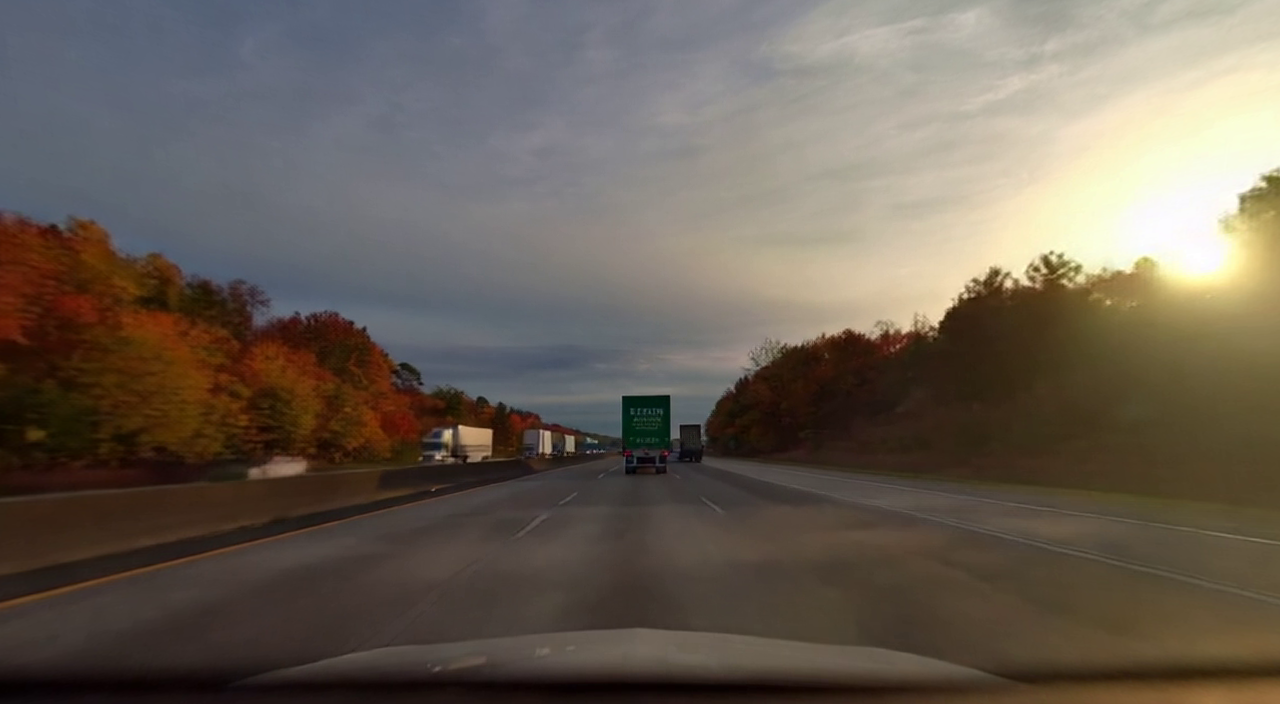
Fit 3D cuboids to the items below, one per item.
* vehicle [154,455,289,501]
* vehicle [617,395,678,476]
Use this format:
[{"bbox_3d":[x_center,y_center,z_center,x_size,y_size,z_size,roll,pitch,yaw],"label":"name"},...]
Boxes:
[{"bbox_3d":[-15.934,4.797,24.242,1.948,1.509,4.648,0,-9,1],"label":"vehicle"},{"bbox_3d":[0.385,5.009,37.034,3.057,4.073,10.792,0,-9,0],"label":"vehicle"}]
